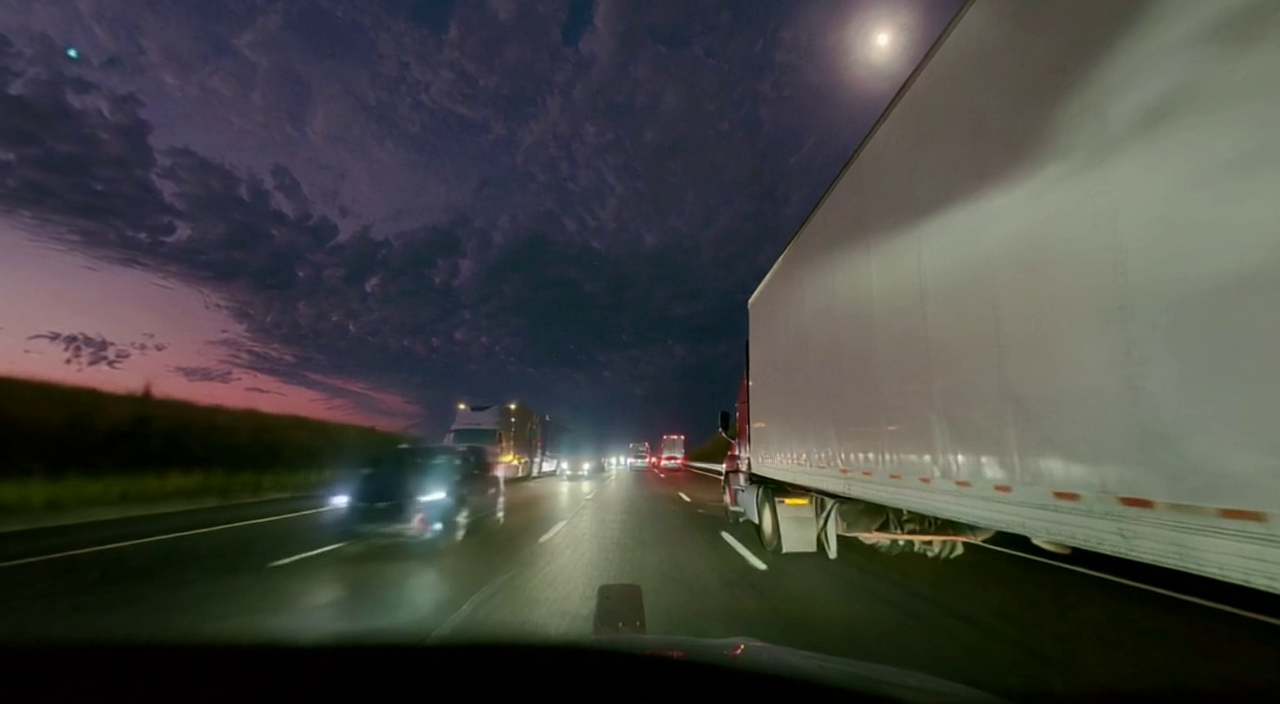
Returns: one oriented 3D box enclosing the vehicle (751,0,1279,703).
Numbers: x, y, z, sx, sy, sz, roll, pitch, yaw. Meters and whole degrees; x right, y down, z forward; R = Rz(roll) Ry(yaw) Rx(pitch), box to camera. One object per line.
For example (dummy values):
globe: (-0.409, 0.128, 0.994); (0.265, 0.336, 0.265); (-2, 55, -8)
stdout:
vehicle: (3.281, -0.095, 3.469); (2.845, 4.071, 14.008); (0, -9, 0)

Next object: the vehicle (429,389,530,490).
vehicle: (-6.858, 3.893, 27.962); (2.910, 3.989, 5.837); (0, -9, 0)

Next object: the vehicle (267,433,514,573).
vehicle: (-3.202, 2.007, 9.101); (1.949, 1.555, 3.888); (0, -9, 0)
